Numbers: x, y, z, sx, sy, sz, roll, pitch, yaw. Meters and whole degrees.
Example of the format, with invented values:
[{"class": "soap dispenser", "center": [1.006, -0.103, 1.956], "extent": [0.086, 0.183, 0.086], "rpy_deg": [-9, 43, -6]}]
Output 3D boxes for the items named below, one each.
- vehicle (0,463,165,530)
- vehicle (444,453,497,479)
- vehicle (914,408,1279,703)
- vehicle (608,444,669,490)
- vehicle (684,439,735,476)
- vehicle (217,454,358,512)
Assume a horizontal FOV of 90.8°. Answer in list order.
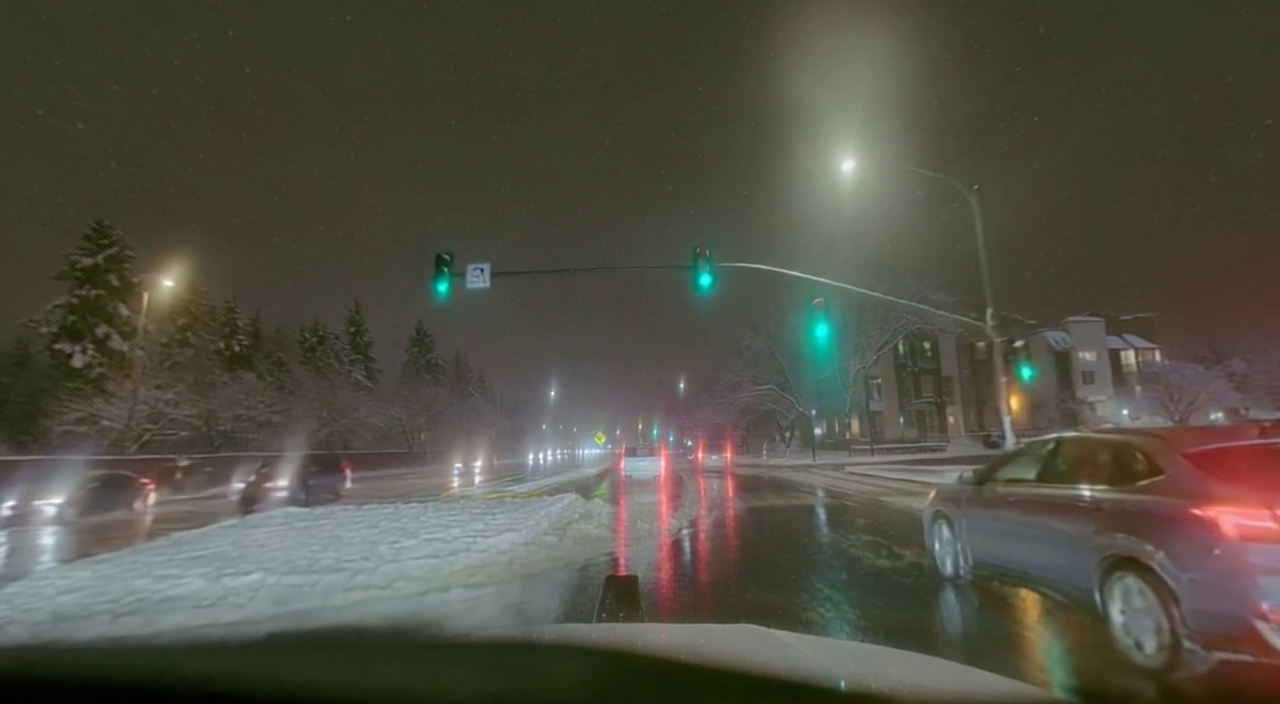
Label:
[{"class": "vehicle", "center": [-17.965, 4.510, 20.230], "extent": [1.918, 1.738, 4.589], "rpy_deg": [0, -8, 0]}, {"class": "vehicle", "center": [-10.852, 7.317, 40.811], "extent": [2.043, 1.456, 4.627], "rpy_deg": [0, -8, 1]}, {"class": "vehicle", "center": [3.888, 1.210, 4.298], "extent": [2.049, 1.473, 4.425], "rpy_deg": [0, -8, 0]}, {"class": "vehicle", "center": [-0.049, 4.160, 23.216], "extent": [2.034, 1.500, 3.966], "rpy_deg": [0, -8, 0]}, {"class": "vehicle", "center": [3.573, 5.532, 33.373], "extent": [2.107, 1.773, 4.557], "rpy_deg": [0, -8, -1]}, {"class": "vehicle", "center": [-10.828, 4.014, 19.840], "extent": [1.808, 1.512, 4.447], "rpy_deg": [0, -8, 1]}]
